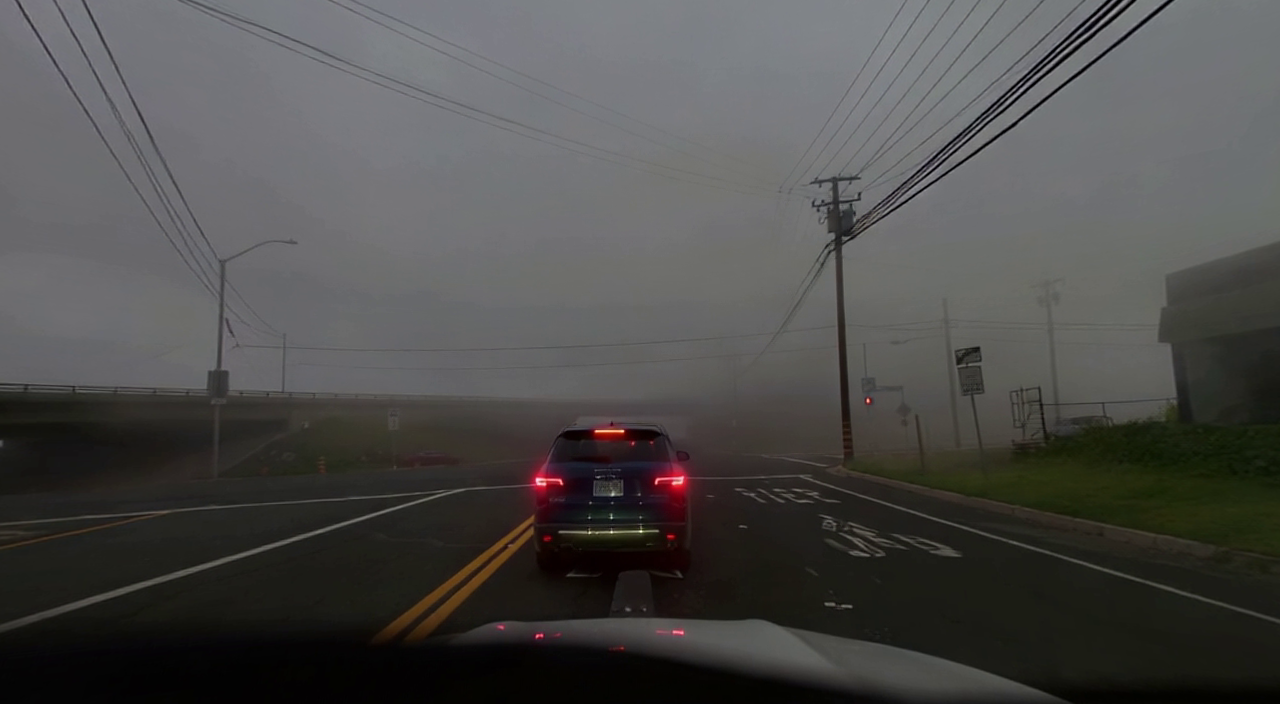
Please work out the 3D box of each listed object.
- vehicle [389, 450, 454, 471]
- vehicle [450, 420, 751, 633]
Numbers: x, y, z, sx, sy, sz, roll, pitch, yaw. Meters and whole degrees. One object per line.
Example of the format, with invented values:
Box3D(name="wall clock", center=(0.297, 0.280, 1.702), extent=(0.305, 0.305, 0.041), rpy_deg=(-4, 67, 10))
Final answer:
Box3D(name="vehicle", center=(-17.199, 8.503, 49.773), extent=(1.808, 1.539, 4.600), rpy_deg=(-7, -11, 38))
Box3D(name="vehicle", center=(-0.242, 1.525, 6.470), extent=(2.090, 1.458, 4.033), rpy_deg=(-1, -9, 1))
